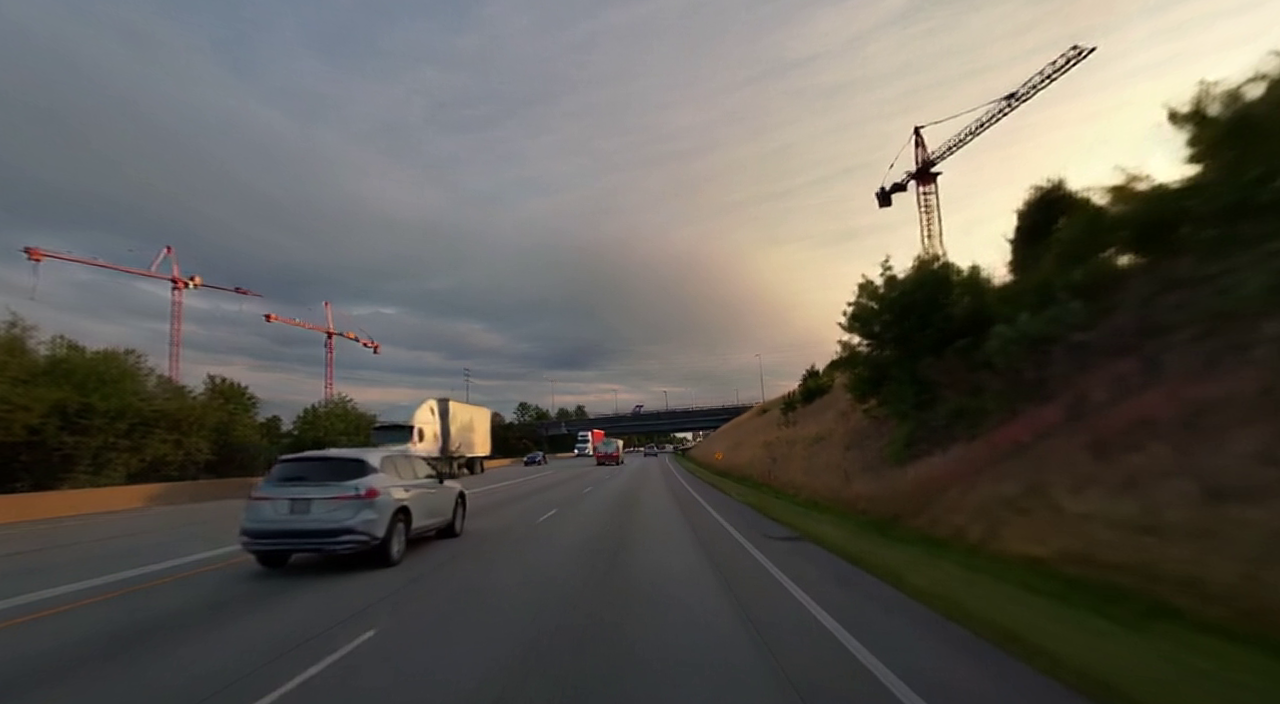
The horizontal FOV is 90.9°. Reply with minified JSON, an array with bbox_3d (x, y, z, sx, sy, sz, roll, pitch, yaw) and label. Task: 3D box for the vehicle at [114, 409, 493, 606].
[{"bbox_3d":[-3.332,1.629,7.405,2.194,1.648,3.984,0,-9,0],"label":"vehicle"}]
